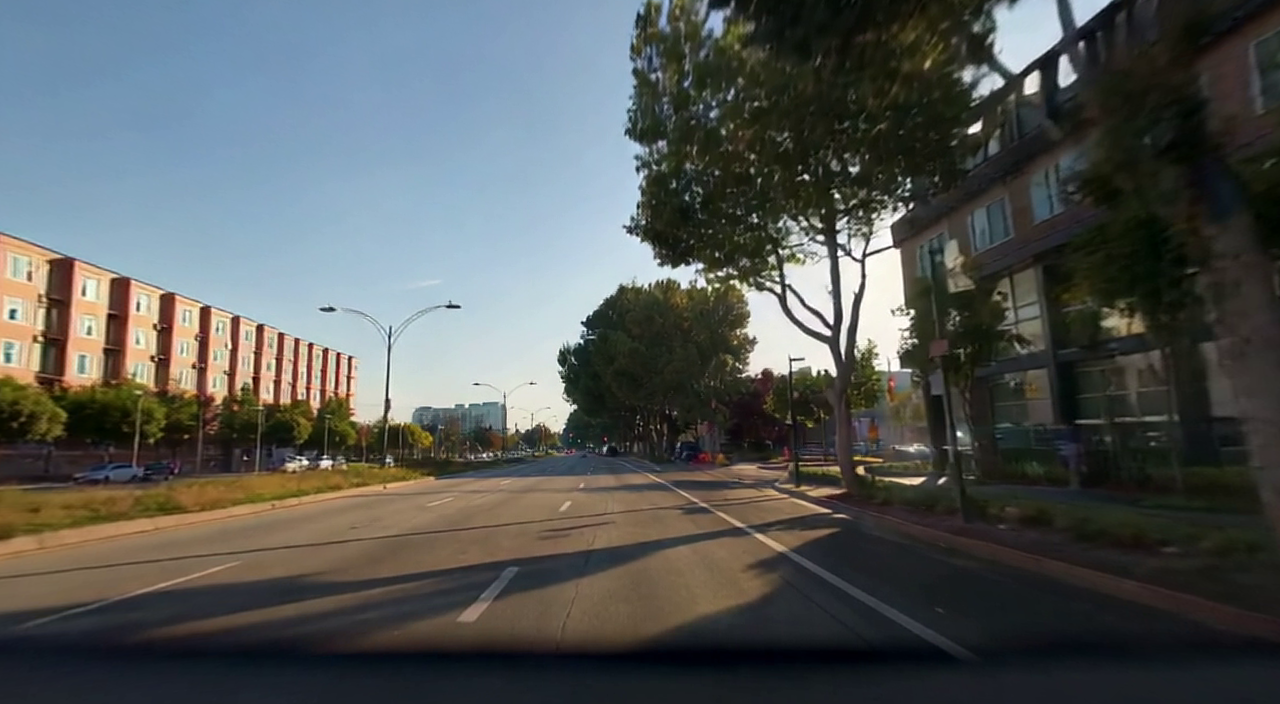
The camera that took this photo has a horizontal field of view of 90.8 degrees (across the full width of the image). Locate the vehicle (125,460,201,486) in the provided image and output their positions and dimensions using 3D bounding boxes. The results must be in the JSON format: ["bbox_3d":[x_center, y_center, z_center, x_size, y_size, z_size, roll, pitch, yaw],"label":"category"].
[{"bbox_3d":[-33.681,8.534,44.773,2.034,1.618,4.667,1,-8,-6],"label":"vehicle"}]

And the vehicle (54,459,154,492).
[{"bbox_3d":[-33.169,7.600,39.310,2.031,1.789,5.081,0,-8,-5],"label":"vehicle"}]
